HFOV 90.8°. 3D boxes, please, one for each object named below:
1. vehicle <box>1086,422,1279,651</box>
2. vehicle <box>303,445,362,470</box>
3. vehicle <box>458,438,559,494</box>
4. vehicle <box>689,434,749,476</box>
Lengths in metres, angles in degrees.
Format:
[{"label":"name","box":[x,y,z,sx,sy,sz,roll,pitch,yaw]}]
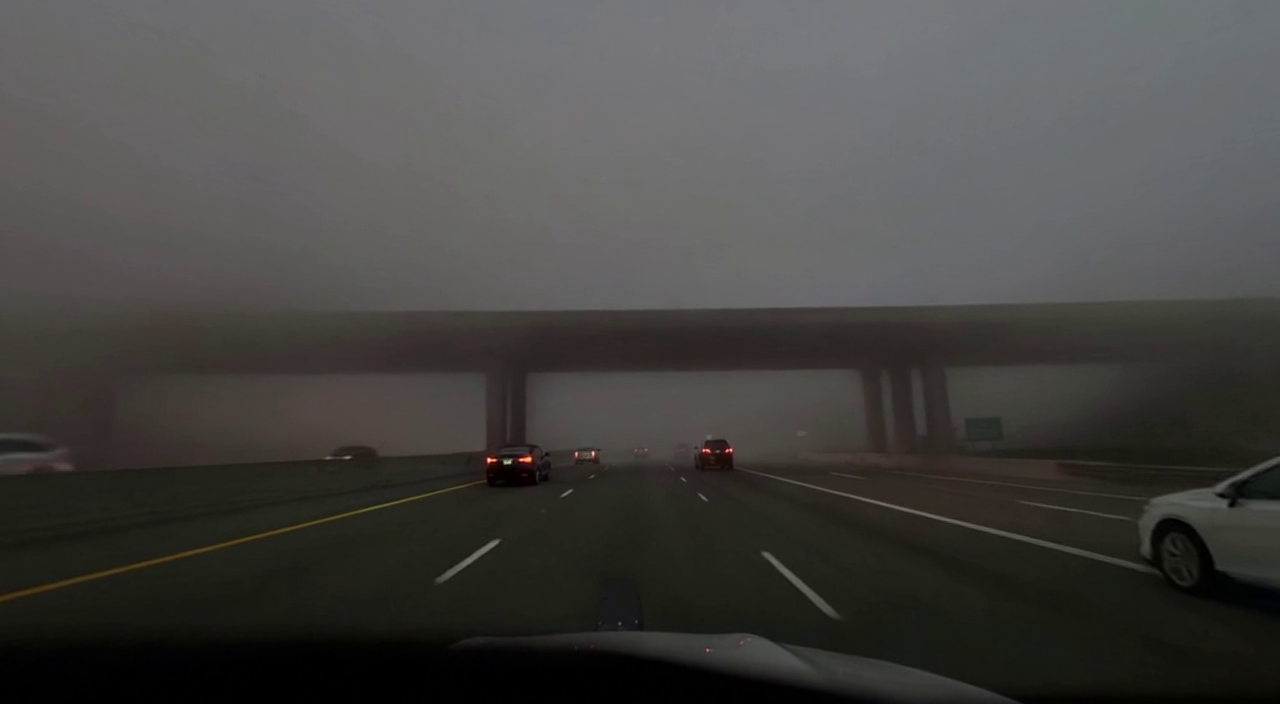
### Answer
[{"label":"vehicle","box":[5.149,1.143,3.720,1.989,1.472,4.322,0,-8,2]},{"label":"vehicle","box":[-18.995,6.504,39.179,1.827,1.458,4.088,0,-8,-3]},{"label":"vehicle","box":[-3.868,3.442,19.462,1.997,1.476,4.703,0,-8,1]},{"label":"vehicle","box":[3.468,4.628,28.551,2.072,1.761,4.242,0,-8,-2]}]
